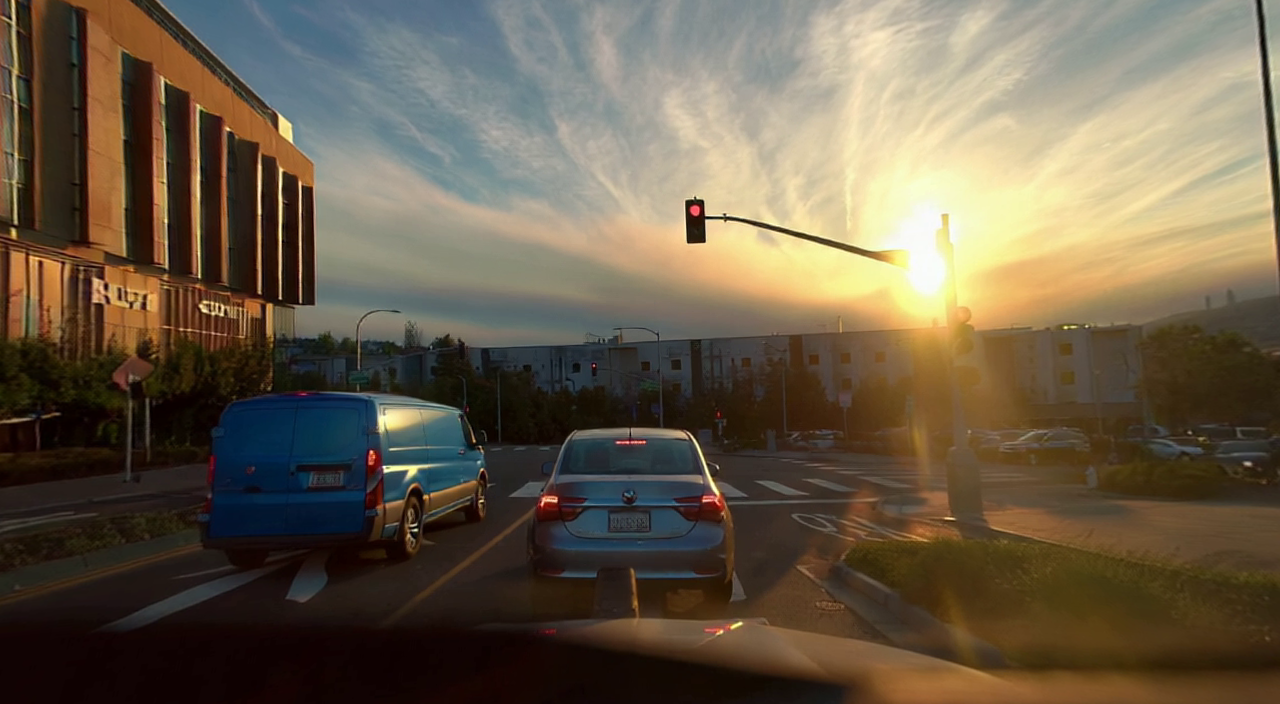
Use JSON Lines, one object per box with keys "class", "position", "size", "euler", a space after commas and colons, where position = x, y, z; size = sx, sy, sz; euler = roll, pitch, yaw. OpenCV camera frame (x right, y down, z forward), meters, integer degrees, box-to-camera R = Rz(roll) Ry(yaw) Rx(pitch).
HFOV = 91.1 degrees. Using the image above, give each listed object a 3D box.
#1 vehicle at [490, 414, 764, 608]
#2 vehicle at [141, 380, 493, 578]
{"class": "vehicle", "position": [-0.107, 1.464, 6.777], "size": [2.064, 1.452, 3.942], "euler": [0, -8, 0]}
{"class": "vehicle", "position": [-3.581, 1.512, 8.423], "size": [2.076, 1.820, 5.100], "euler": [0, -8, -1]}
